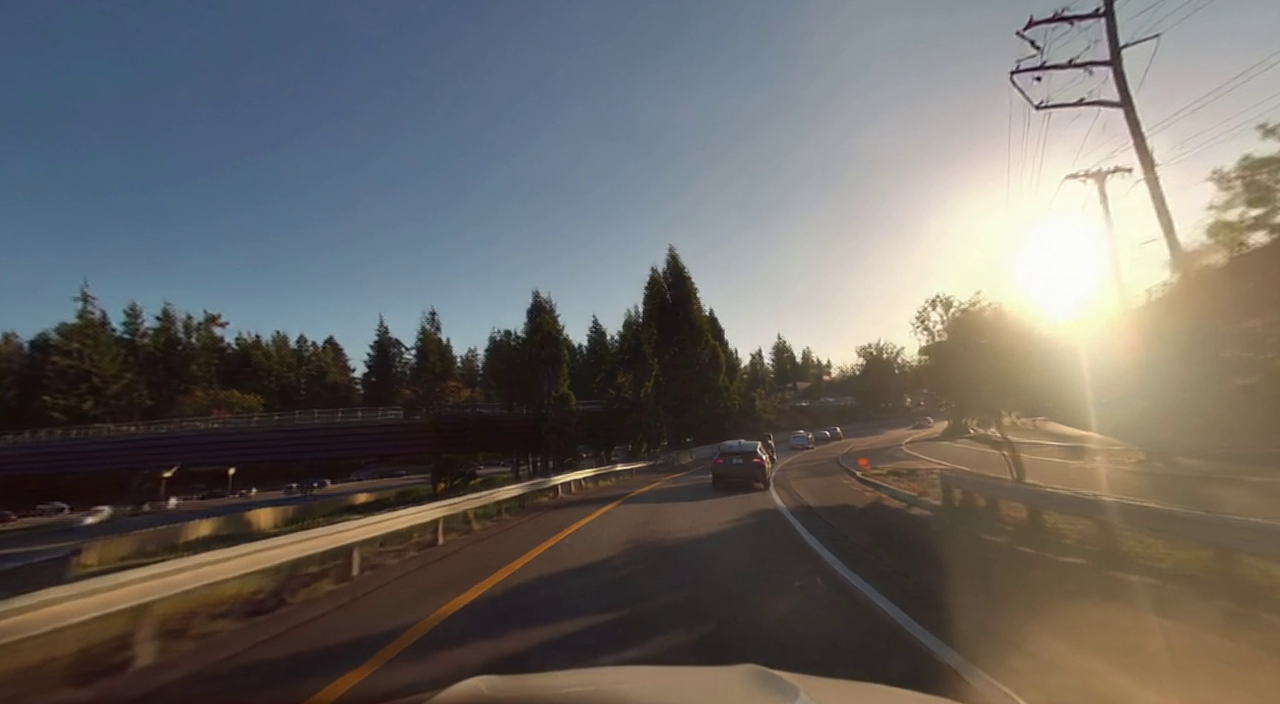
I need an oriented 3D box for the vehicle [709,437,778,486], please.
[{"bbox_3d":[3.555,3.685,21.553,2.091,1.482,4.321,-2,-9,10],"label":"vehicle"}]
